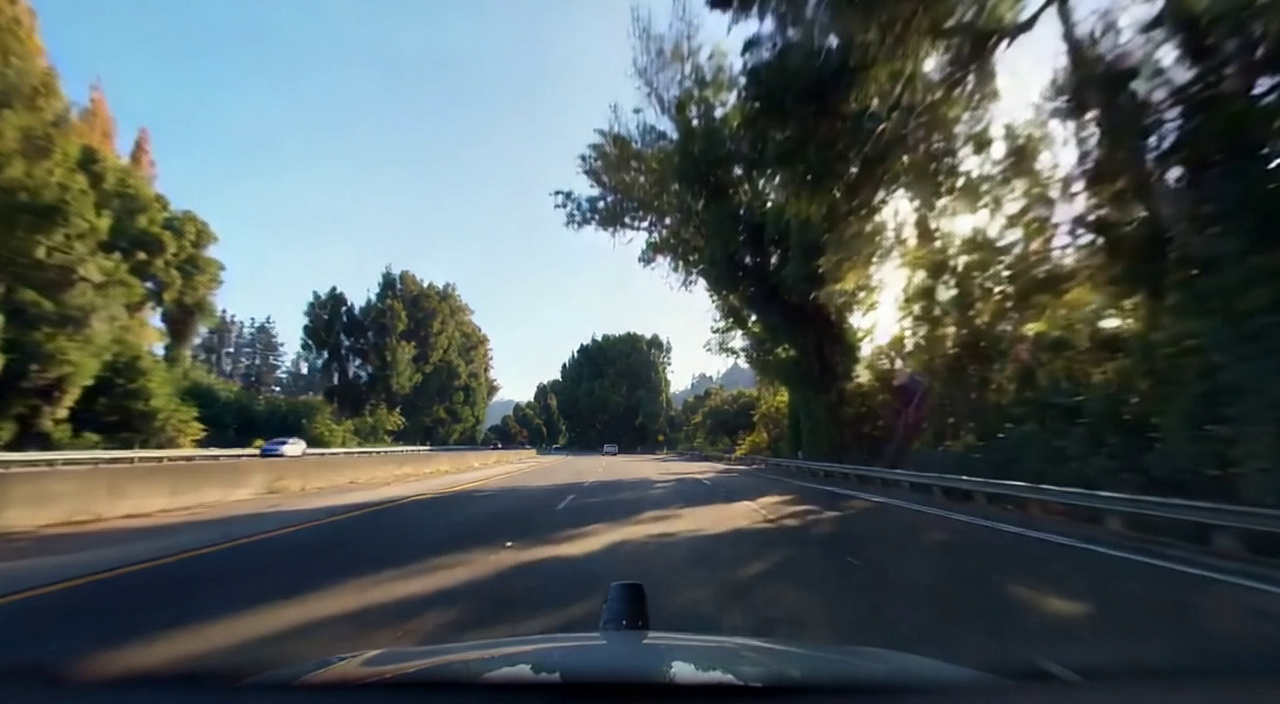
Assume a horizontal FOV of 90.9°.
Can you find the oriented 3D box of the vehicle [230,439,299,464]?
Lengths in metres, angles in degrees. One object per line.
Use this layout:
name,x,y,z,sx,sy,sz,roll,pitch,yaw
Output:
vehicle,-22.925,6.087,38.657,1.781,1.454,4.103,0,-9,-2
